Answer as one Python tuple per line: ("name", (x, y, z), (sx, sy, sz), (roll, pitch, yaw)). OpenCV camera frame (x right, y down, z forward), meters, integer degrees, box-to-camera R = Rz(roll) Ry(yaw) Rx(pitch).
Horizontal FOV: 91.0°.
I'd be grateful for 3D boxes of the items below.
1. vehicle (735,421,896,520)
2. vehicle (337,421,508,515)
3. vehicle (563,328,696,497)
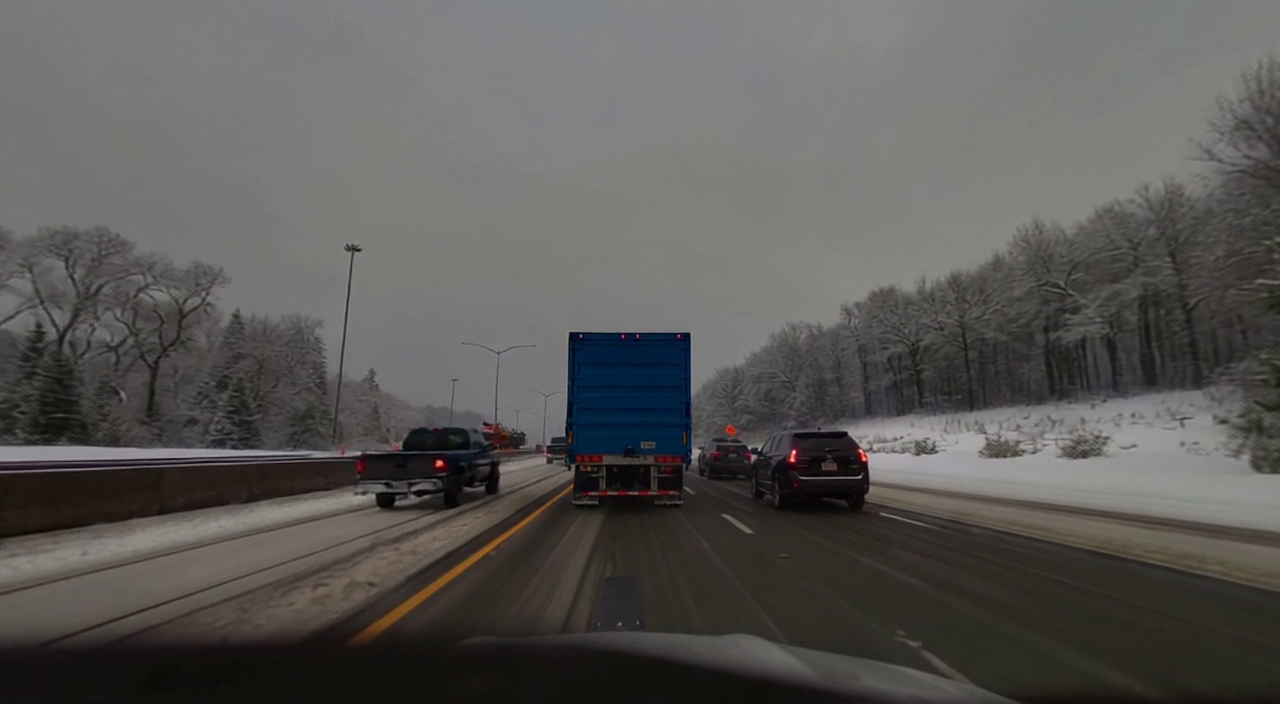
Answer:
("vehicle", (3.406, 2.402, 13.180), (2.103, 1.713, 4.173), (0, -9, -1))
("vehicle", (-4.566, 2.530, 14.153), (2.095, 1.736, 4.529), (0, -9, 2))
("vehicle", (-0.303, 2.150, 19.785), (3.067, 3.940, 10.154), (0, -9, -1))
